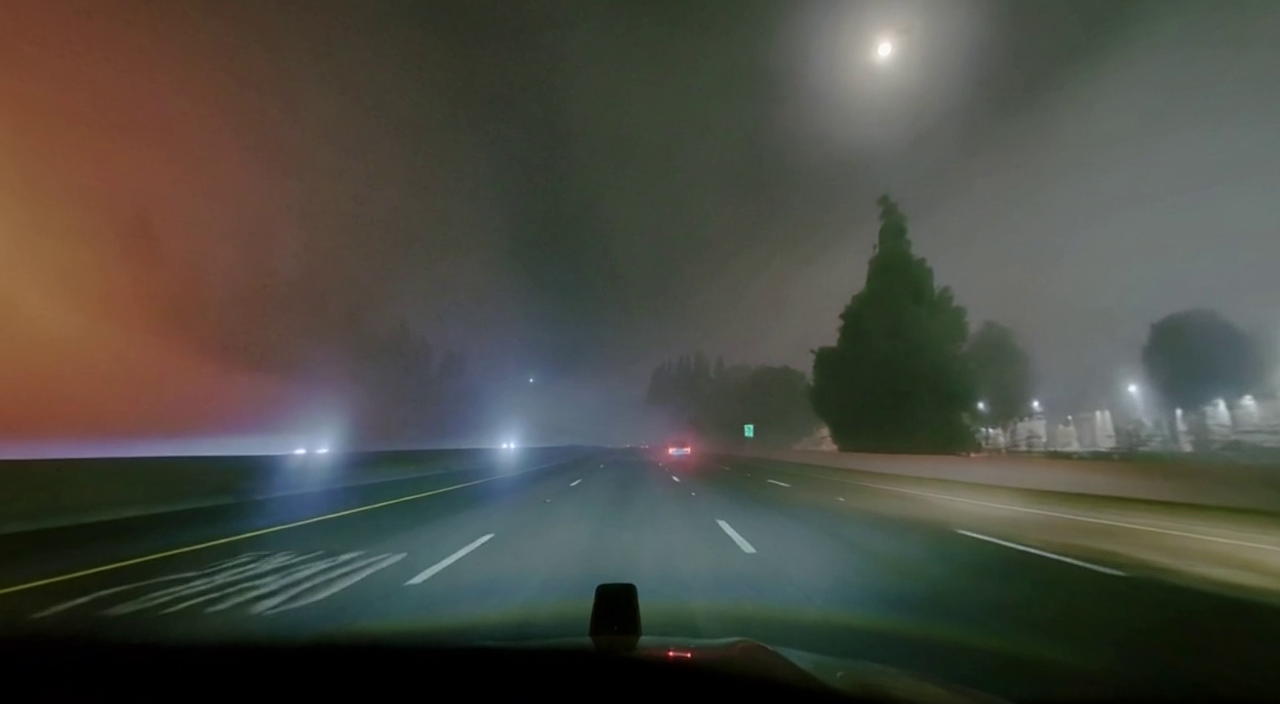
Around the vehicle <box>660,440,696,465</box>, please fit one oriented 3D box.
[{"bbox_3d":[2.675,7.258,45.537,2.127,1.692,4.382,0,-9,-2],"label":"vehicle"}]

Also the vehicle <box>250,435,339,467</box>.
[{"bbox_3d":[-17.696,5.080,32.610,1.921,1.521,4.613,0,-9,1],"label":"vehicle"}]
